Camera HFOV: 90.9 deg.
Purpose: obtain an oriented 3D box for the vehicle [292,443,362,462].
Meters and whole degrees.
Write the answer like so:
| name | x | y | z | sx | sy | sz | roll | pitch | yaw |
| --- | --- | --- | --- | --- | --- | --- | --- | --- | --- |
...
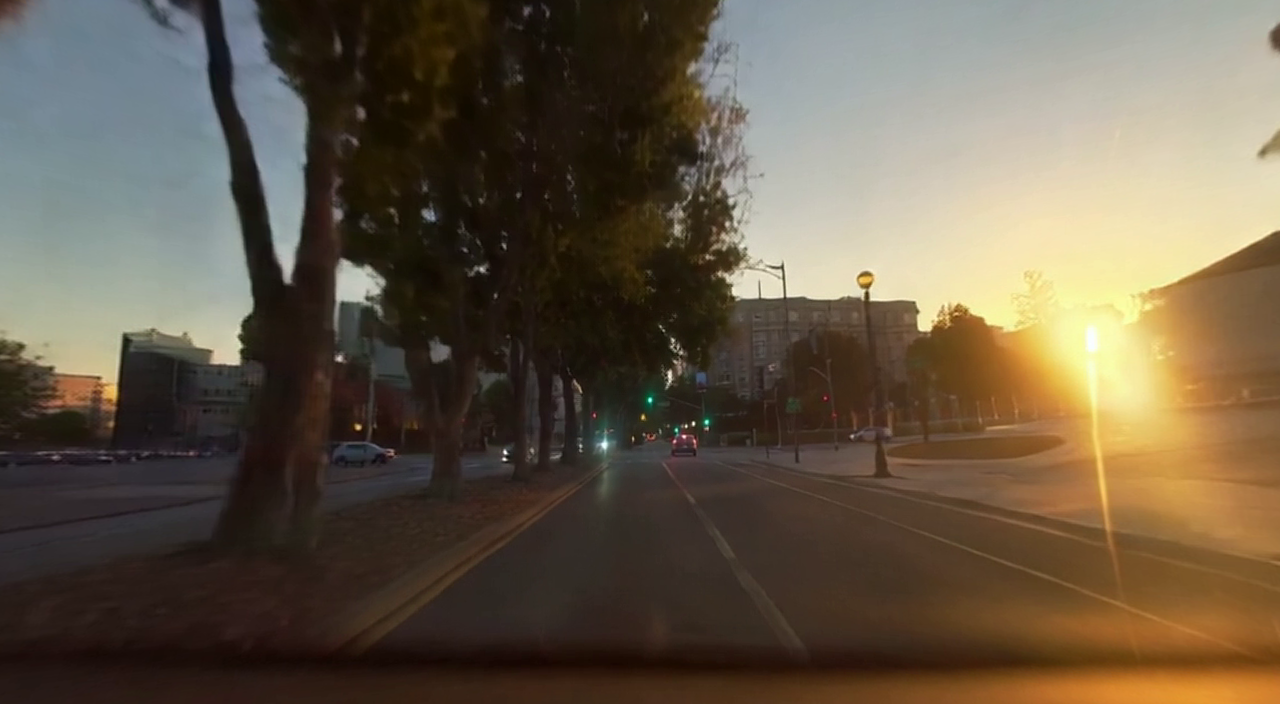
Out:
| name | x | y | z | sx | sy | sz | roll | pitch | yaw |
| --- | --- | --- | --- | --- | --- | --- | --- | --- | --- |
| vehicle | -24.489 | 7.851 | 49.419 | 4.359 | 1.457 | 2.043 | 0 | -7 | 2 |

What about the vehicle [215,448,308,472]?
| name | x | y | z | sx | sy | sz | roll | pitch | yaw |
| --- | --- | --- | --- | --- | --- | --- | --- | --- | --- |
| vehicle | -24.901 | 7.108 | 41.569 | 4.815 | 1.469 | 2.056 | 0 | -7 | 1 |

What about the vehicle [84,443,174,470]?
| name | x | y | z | sx | sy | sz | roll | pitch | yaw |
| --- | --- | --- | --- | --- | --- | --- | --- | --- | --- |
| vehicle | -37.297 | 7.610 | 46.088 | 4.673 | 1.771 | 2.118 | 1 | -9 | 2 |

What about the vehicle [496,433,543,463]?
| name | x | y | z | sx | sy | sz | roll | pitch | yaw |
| --- | --- | --- | --- | --- | --- | --- | --- | --- | --- |
| vehicle | -7.507 | 5.995 | 39.713 | 1.962 | 1.807 | 4.541 | 0 | -7 | 1 |

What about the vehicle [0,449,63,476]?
| name | x | y | z | sx | sy | sz | roll | pitch | yaw |
| --- | --- | --- | --- | --- | --- | --- | --- | --- | --- |
| vehicle | -41.829 | 7.377 | 41.978 | 4.687 | 1.625 | 2.096 | -2 | -6 | 1 |

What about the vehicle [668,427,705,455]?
| name | x | y | z | sx | sy | sz | roll | pitch | yaw |
| --- | --- | --- | --- | --- | --- | --- | --- | --- | --- |
| vehicle | 3.054 | 5.965 | 42.390 | 2.129 | 1.719 | 4.205 | 0 | -7 | 0 |
